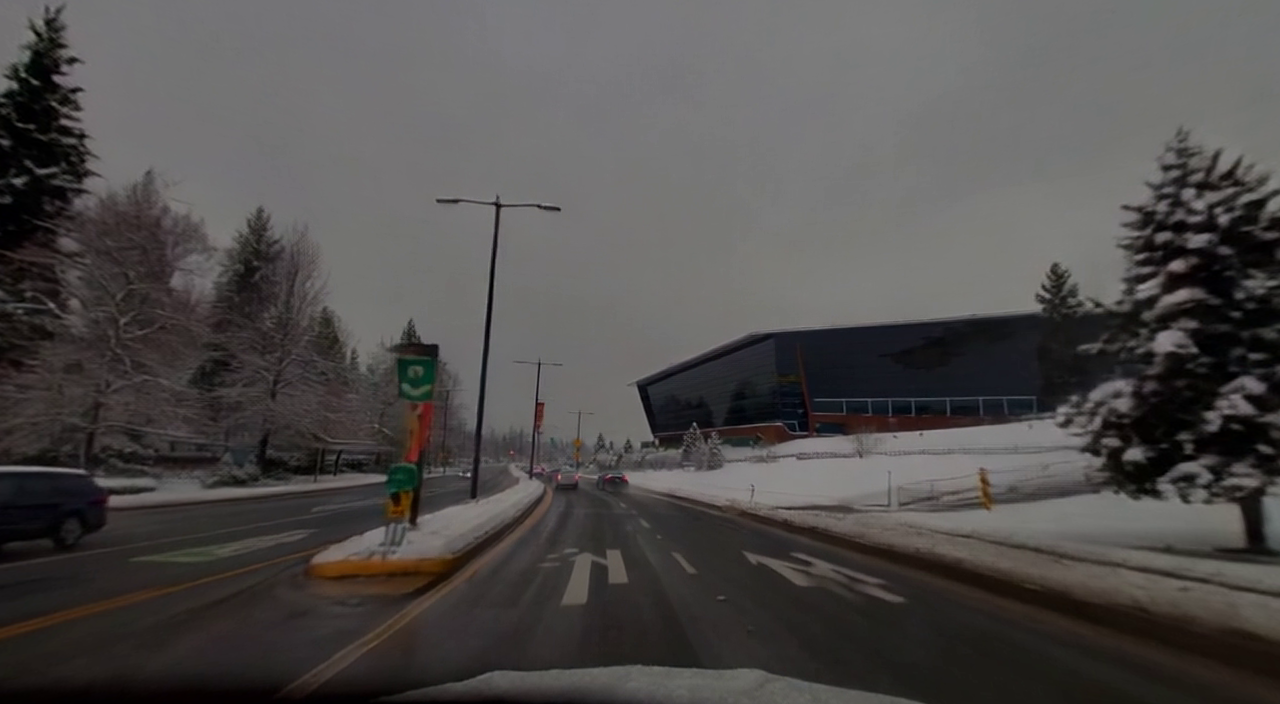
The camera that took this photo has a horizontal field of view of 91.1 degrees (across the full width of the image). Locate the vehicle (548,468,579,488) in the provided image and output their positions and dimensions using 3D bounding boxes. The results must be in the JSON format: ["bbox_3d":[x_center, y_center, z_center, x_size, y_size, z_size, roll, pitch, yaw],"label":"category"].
[{"bbox_3d":[-5.967,9.726,48.631,2.005,1.498,3.643,3,-11,-12],"label":"vehicle"}]

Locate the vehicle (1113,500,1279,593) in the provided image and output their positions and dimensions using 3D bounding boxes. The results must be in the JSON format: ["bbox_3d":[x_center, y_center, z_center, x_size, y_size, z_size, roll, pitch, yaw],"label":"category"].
[{"bbox_3d":[11.956,3.647,11.945,4.302,1.456,1.832,0,-10,3],"label":"vehicle"}]

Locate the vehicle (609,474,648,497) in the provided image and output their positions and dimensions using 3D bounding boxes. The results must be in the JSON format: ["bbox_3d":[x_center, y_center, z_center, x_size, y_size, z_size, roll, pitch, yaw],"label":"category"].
[{"bbox_3d":[-0.705,7.733,36.493,1.775,1.186,2.933,3,-11,-11],"label":"vehicle"}]

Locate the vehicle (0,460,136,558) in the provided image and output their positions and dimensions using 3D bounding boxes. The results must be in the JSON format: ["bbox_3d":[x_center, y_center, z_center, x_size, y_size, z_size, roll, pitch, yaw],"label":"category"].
[{"bbox_3d":[-10.604,2.475,10.116,1.839,1.456,3.859,1,-10,-3],"label":"vehicle"}]
